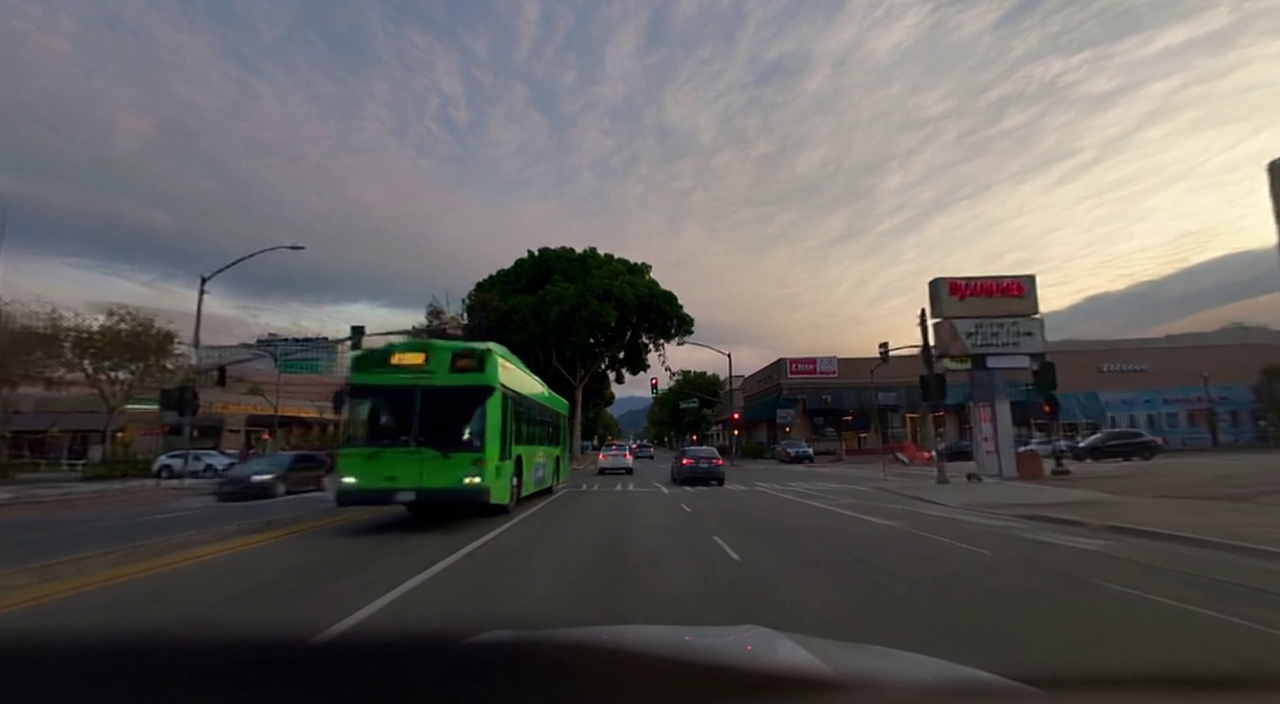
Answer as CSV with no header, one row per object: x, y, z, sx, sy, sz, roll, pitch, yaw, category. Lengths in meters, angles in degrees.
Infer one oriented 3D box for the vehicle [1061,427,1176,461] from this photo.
34.804,6.686,45.934,6.271,2.145,2.510,-2,-8,-2,vehicle

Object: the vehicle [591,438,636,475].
-1.475,5.629,34.278,2.301,1.837,4.411,0,-9,-3,vehicle

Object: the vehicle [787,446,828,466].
12.982,8.097,49.108,1.860,1.443,3.772,0,-9,-5,vehicle

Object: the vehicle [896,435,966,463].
22.766,7.582,49.631,2.384,1.959,5.372,-2,-8,-7,vehicle

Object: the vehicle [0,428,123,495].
-34.230,5.828,33.397,10.321,3.275,3.158,0,-10,-4,vehicle

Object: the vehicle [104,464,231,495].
-24.528,6.631,32.854,4.868,1.434,2.115,0,-8,0,vehicle

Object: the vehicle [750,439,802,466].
10.528,7.835,49.151,2.304,1.907,4.844,1,-9,-8,vehicle

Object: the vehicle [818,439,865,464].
15.805,7.840,49.700,2.020,1.796,4.600,0,-9,-2,vehicle

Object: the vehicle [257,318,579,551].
-3.719,2.153,15.752,3.018,3.217,13.998,0,-9,0,vehicle

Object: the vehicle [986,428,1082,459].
30.297,7.087,48.581,5.954,2.283,2.137,0,-9,-1,vehicle

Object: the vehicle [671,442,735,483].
2.541,4.587,26.483,2.046,1.540,3.883,0,-9,-4,vehicle

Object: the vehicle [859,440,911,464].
19.183,7.832,49.507,2.143,1.731,4.290,0,-9,-3,vehicle
